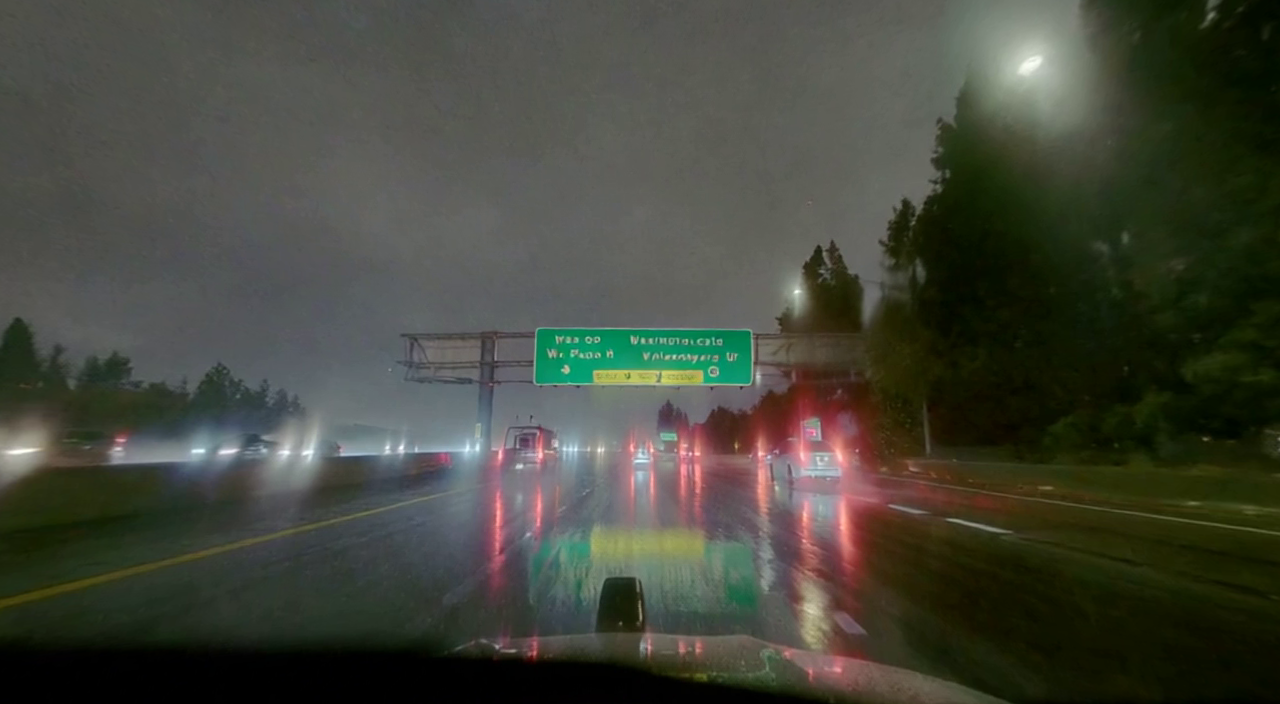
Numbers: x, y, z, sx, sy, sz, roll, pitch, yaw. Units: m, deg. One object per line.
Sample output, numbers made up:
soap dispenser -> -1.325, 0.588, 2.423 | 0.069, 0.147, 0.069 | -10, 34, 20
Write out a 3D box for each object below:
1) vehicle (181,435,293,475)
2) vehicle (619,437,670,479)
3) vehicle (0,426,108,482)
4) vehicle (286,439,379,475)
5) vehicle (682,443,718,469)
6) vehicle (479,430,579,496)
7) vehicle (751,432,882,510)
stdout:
vehicle -> -18.000, 4.620, 28.412 | 2.050, 1.656, 4.475 | 0, -9, 0
vehicle -> 0.189, 4.836, 28.900 | 2.181, 1.728, 3.970 | 0, -9, 0
vehicle -> -22.030, 3.644, 22.562 | 1.993, 1.812, 4.418 | 0, -9, 0
vehicle -> -13.937, 4.784, 28.893 | 1.947, 1.508, 4.478 | 0, -9, 1
vehicle -> 4.177, 7.321, 44.555 | 2.022, 1.682, 4.226 | 1, -9, -1
vehicle -> -3.284, 3.421, 19.745 | 2.199, 1.777, 4.790 | 0, -9, 1
vehicle -> 4.277, 2.963, 16.197 | 2.041, 1.669, 4.712 | 0, -9, 1
